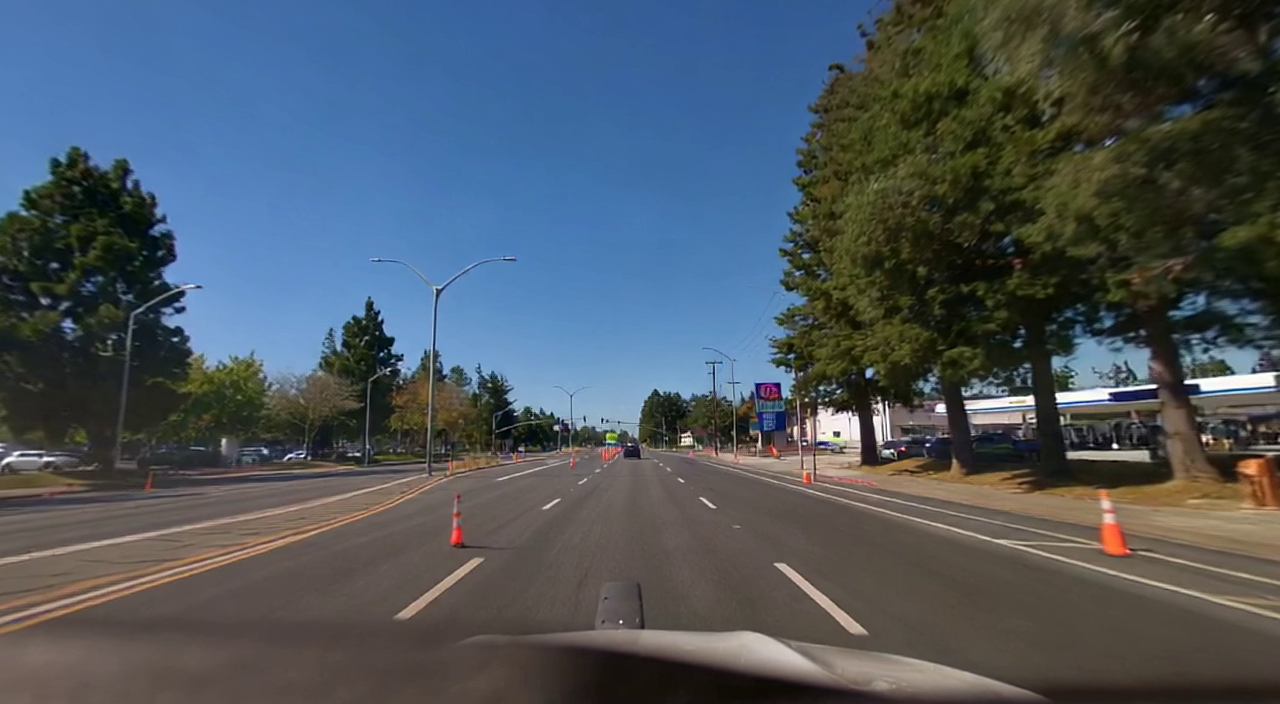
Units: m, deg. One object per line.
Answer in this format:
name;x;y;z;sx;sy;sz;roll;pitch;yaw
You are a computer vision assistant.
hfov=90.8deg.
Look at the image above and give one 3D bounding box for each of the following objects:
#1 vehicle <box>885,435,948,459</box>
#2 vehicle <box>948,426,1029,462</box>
vehicle;17.852;6.144;41.018;1.912;1.452;4.796;0;-8;0
vehicle;22.902;6.016;41.821;2.094;1.937;5.262;-3;-6;-3
